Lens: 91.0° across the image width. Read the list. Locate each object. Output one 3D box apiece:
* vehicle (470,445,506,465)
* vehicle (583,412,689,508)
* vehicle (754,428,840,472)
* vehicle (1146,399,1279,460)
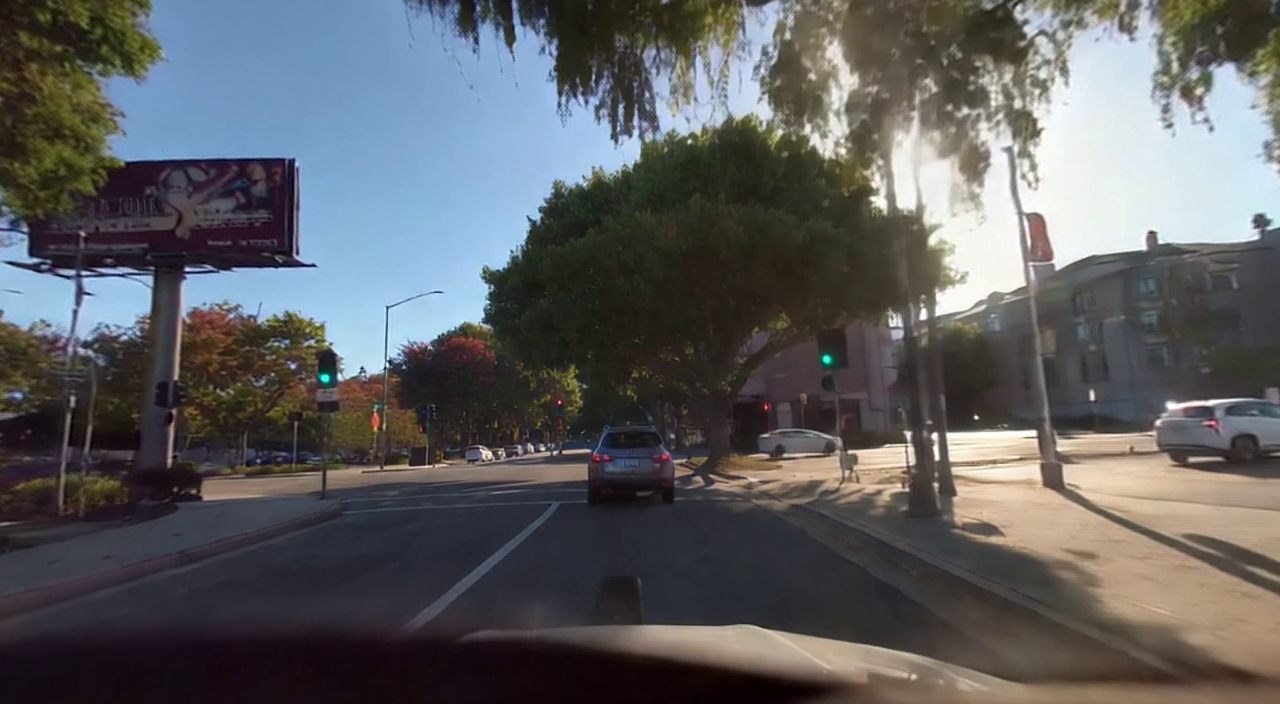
[{"bbox_3d":[-11.761,7.987,48.982,1.989,1.403,4.331,0,-8,-3],"label":"vehicle"},{"bbox_3d":[-0.152,2.463,14.743,2.142,1.904,3.816,0,-8,-2],"label":"vehicle"},{"bbox_3d":[6.243,3.824,24.858,3.403,1.602,1.716,7,-11,-44],"label":"vehicle"},{"bbox_3d":[15.965,2.037,16.432,3.750,1.502,1.781,-2,-8,14],"label":"vehicle"}]
